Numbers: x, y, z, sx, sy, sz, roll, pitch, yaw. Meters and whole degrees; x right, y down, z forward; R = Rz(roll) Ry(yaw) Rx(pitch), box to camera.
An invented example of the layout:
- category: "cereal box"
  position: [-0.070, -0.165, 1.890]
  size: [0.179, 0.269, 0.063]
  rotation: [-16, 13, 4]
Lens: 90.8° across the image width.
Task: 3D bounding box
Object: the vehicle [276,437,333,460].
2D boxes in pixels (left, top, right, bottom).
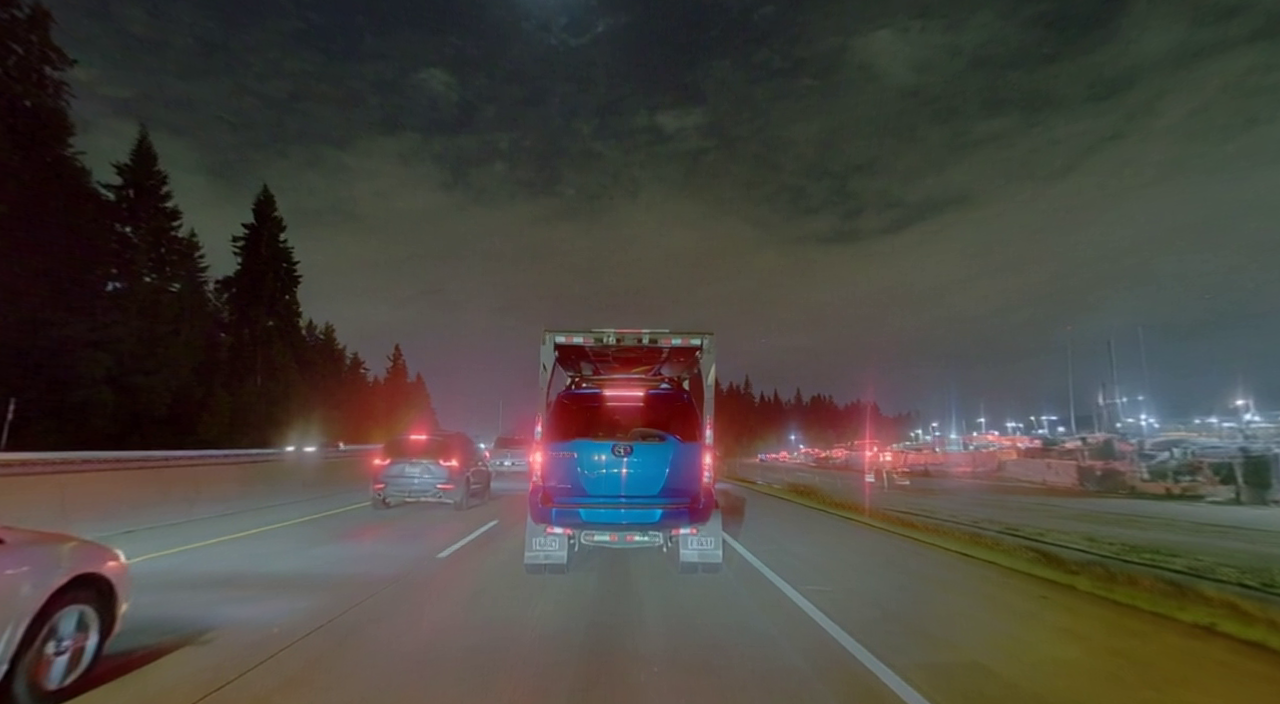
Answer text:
- category: "vehicle"
  position: [-23.380, 6.771, 44.220]
  size: [1.826, 1.485, 4.128]
  rotation: [0, -9, -3]

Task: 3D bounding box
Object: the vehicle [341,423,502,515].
- category: "vehicle"
  position: [-4.511, 2.487, 13.919]
  size: [2.057, 1.665, 4.572]
  rotation: [0, -9, -2]

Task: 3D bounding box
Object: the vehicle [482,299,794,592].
- category: "vehicle"
  position: [-0.203, 1.584, 10.867]
  size: [2.735, 2.597, 10.435]
  rotation: [0, -9, -2]

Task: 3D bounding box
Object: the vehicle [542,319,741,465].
- category: "vehicle"
  position: [-0.077, 0.781, 9.261]
  size: [2.156, 1.604, 4.680]
  rotation: [0, -9, -2]
